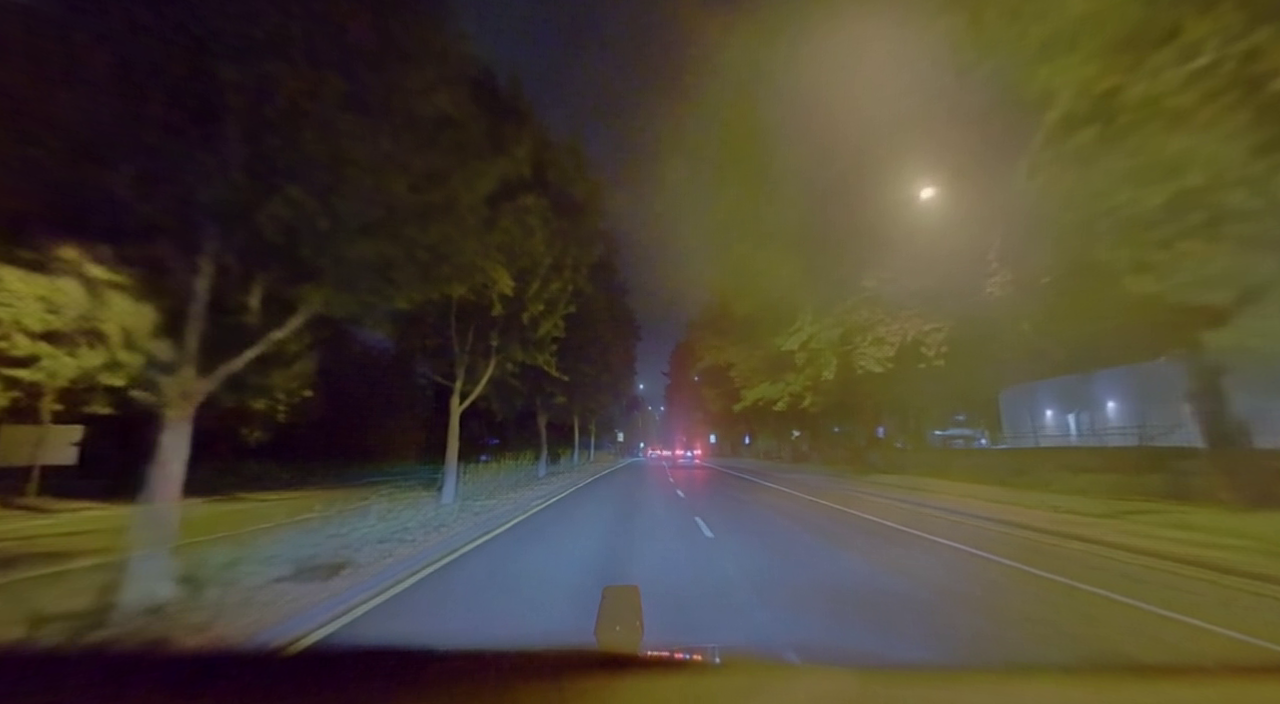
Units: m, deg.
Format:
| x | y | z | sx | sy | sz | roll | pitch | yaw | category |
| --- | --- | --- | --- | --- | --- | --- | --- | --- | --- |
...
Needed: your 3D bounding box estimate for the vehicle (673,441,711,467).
| x | y | z | sx | sy | sz | roll | pitch | yaw | category |
| --- | --- | --- | --- | --- | --- | --- | --- | --- | --- |
| 3.212 | 6.484 | 40.037 | 2.044 | 1.537 | 4.528 | 0 | -8 | 0 | vehicle |
